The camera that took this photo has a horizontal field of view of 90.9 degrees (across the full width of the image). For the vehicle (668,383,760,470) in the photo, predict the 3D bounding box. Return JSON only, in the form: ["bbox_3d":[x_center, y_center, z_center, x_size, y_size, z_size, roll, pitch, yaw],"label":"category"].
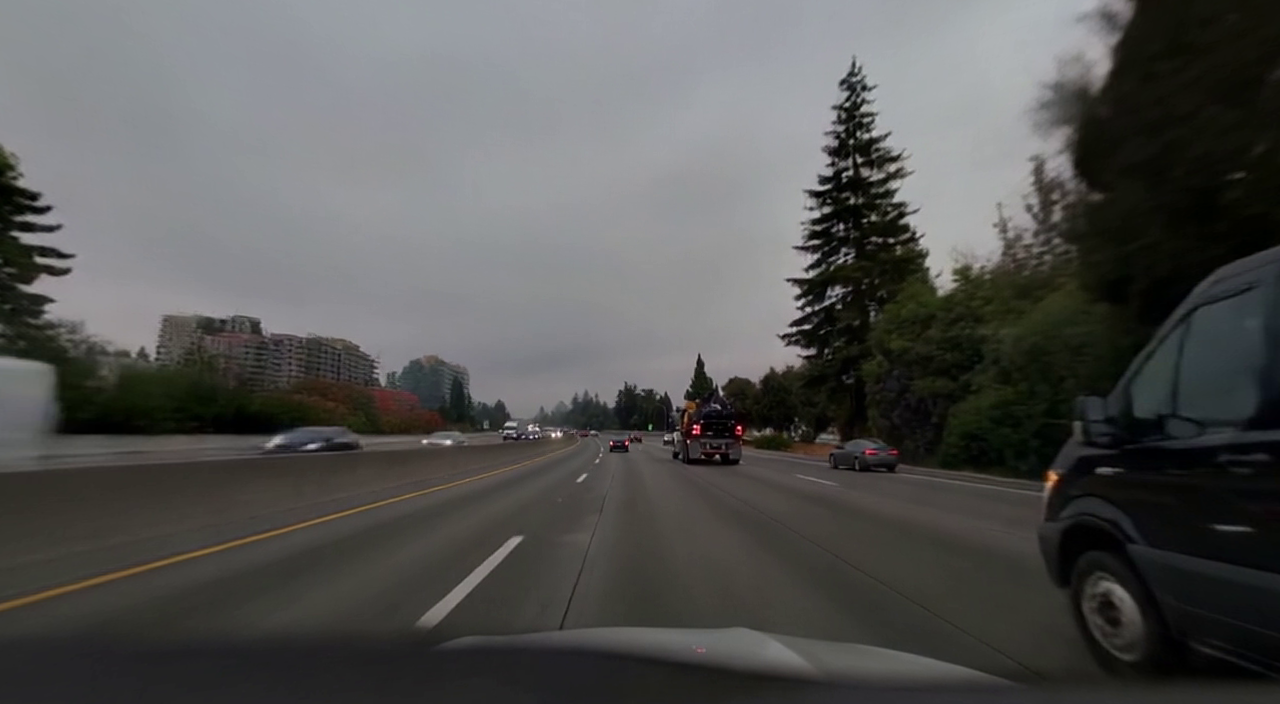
[{"bbox_3d":[3.416,3.890,32.324,2.912,3.738,10.123,0,-8,-4],"label":"vehicle"}]

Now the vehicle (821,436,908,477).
[{"bbox_3d":[8.753,4.076,24.994,1.820,1.469,4.257,0,-8,-1],"label":"vehicle"}]

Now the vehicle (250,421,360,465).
[{"bbox_3d":[-12.472,3.420,23.807,2.055,1.499,4.104,0,-8,-2],"label":"vehicle"}]

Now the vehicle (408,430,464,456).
[{"bbox_3d":[-12.301,5.499,38.295,1.963,1.489,4.582,0,-8,-2],"label":"vehicle"}]

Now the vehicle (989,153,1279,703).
[{"bbox_3d":[3.779,0.328,1.474,2.386,2.509,5.880,0,-8,-2],"label":"vehicle"}]
